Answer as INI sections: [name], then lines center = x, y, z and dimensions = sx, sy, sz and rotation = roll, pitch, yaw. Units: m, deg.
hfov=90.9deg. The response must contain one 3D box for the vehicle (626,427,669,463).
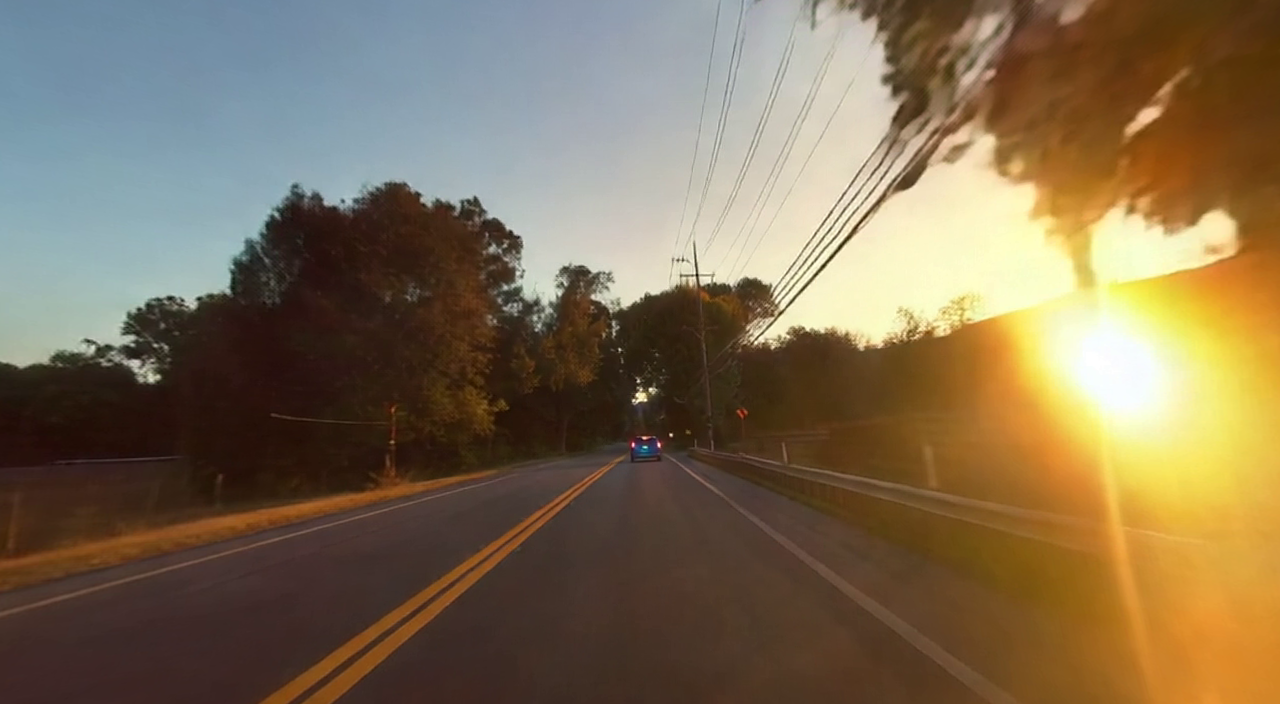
[vehicle]
center = 0.403, 5.702, 38.599
dimensions = 2.468, 2.056, 4.422
rotation = 0, -8, 0
